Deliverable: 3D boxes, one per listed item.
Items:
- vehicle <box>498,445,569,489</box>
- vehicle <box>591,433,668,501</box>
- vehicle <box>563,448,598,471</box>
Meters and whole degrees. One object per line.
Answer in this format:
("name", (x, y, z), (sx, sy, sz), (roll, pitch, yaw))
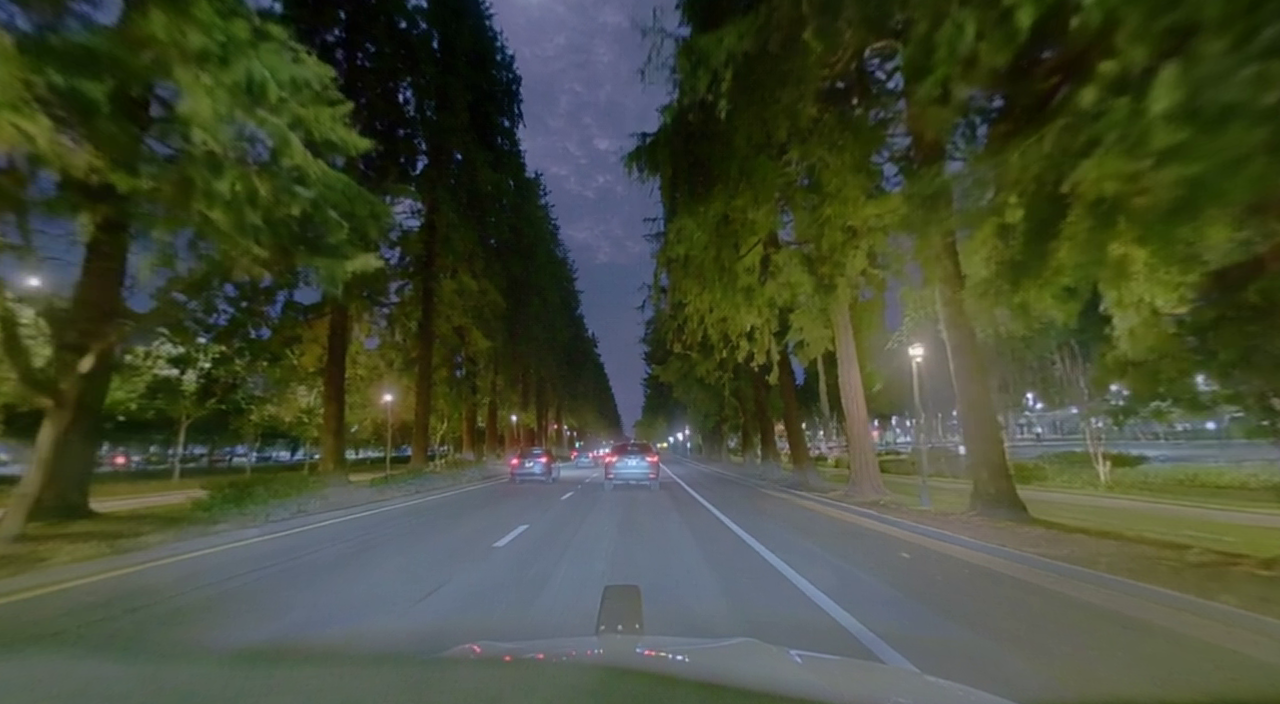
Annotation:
("vehicle", (-3.982, 4.356, 24.313), (1.936, 1.538, 4.016), (0, -8, 2))
("vehicle", (-0.278, 3.313, 18.594), (2.018, 1.769, 3.897), (0, -8, 0))
("vehicle", (-4.147, 7.583, 44.770), (1.959, 1.485, 4.452), (0, -8, 1))
